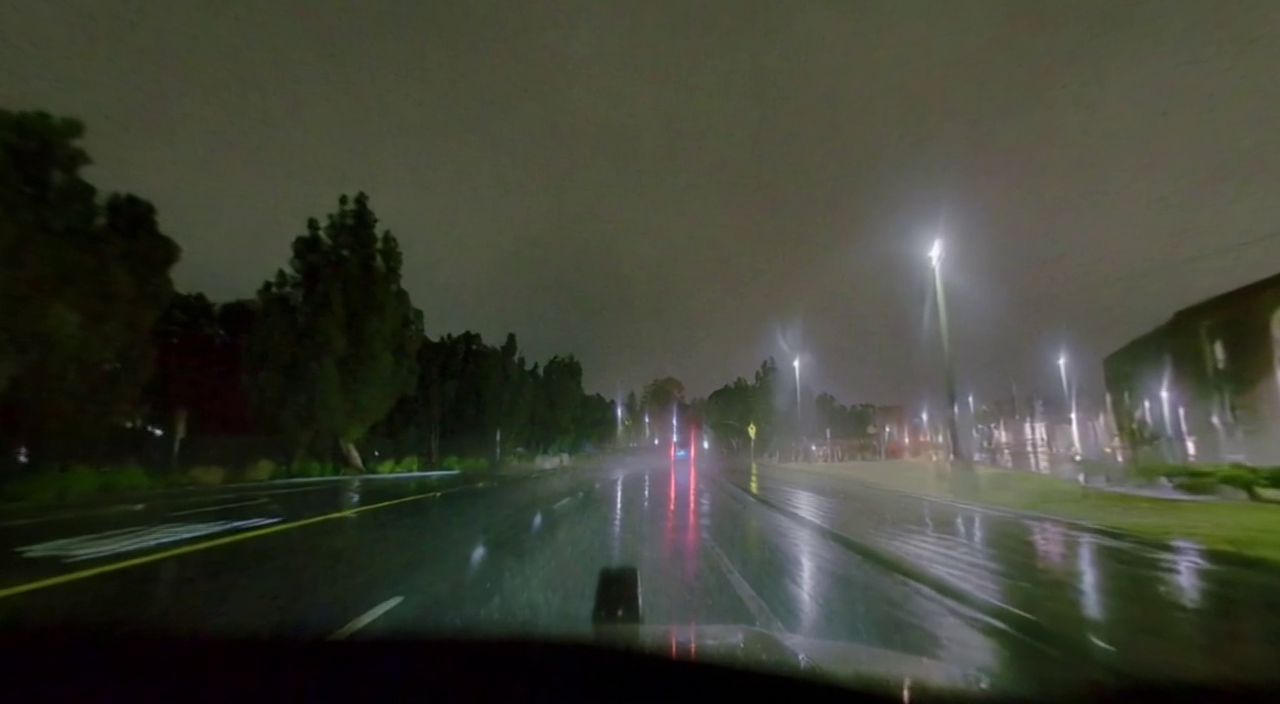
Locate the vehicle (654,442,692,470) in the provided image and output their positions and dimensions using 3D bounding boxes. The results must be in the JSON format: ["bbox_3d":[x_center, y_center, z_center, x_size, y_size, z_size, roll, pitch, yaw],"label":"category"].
[{"bbox_3d":[2.339,7.124,43.503,2.370,1.781,4.440,-1,-8,6],"label":"vehicle"}]
